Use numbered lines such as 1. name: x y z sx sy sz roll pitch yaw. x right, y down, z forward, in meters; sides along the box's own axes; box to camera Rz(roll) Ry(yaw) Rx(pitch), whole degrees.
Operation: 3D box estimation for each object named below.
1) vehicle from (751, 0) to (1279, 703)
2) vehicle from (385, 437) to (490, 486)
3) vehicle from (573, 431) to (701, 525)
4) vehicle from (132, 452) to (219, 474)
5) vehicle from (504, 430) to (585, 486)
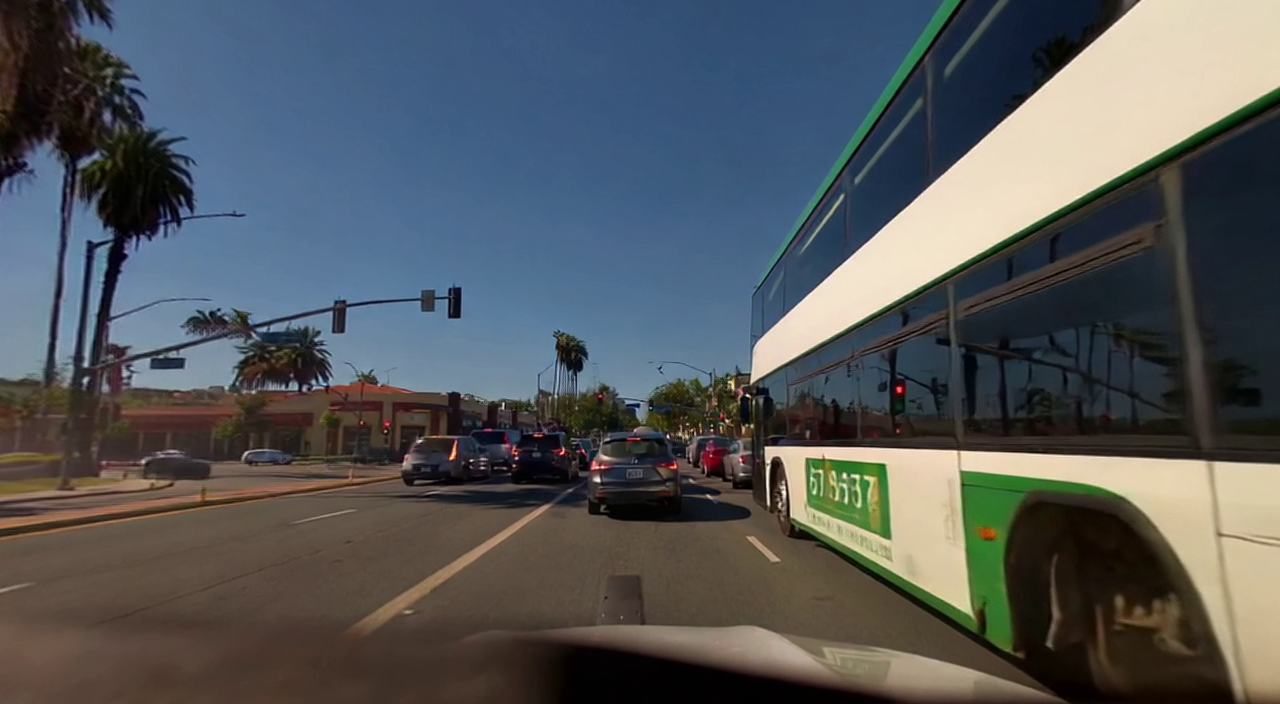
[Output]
1. vehicle: 3.555 0.040 4.946 2.970 4.015 13.606 0 -9 0
2. vehicle: -6.843 3.758 21.967 1.927 1.480 4.832 0 -9 2
3. vehicle: -0.041 2.322 12.158 2.060 1.499 3.831 0 -9 0
4. vehicle: -33.340 7.958 45.428 4.653 1.472 1.870 1 -9 -6
5. vehicle: -3.191 3.660 22.069 2.020 1.721 4.366 -1 -9 2
